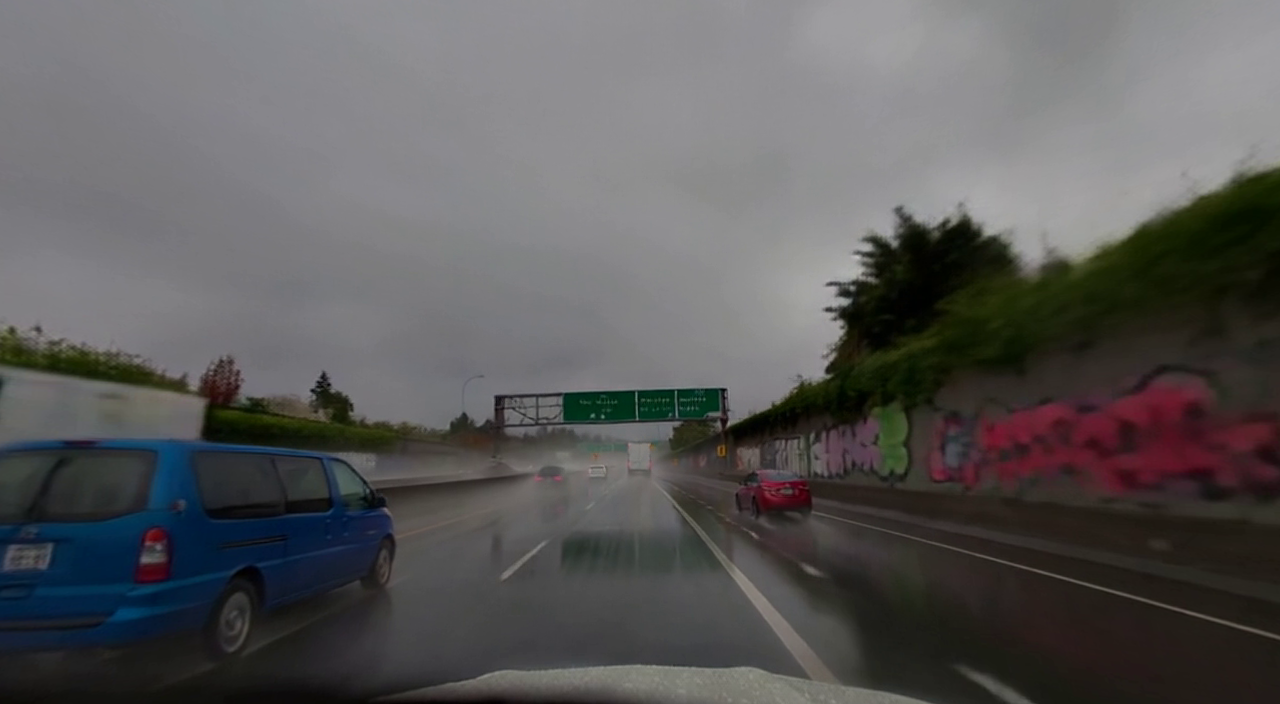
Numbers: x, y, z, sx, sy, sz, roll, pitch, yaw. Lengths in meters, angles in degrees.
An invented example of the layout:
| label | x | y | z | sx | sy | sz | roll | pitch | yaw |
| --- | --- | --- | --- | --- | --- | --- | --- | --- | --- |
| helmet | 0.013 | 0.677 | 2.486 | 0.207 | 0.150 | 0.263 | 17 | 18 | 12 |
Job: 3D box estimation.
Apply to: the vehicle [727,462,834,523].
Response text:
| label | x | y | z | sx | sy | sz | roll | pitch | yaw |
| --- | --- | --- | --- | --- | --- | --- | --- | --- | --- |
| vehicle | 3.758 | 3.866 | 17.686 | 1.917 | 1.458 | 4.199 | 1 | -10 | -2 |

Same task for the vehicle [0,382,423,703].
| label | x | y | z | sx | sy | sz | roll | pitch | yaw |
| --- | --- | --- | --- | --- | --- | --- | --- | --- | --- |
| vehicle | -3.491 | 1.322 | 4.822 | 2.004 | 1.610 | 4.508 | 1 | -10 | 0 |

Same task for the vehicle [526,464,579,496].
| label | x | y | z | sx | sy | sz | roll | pitch | yaw |
| --- | --- | --- | --- | --- | --- | --- | --- | --- | --- |
| vehicle | -4.248 | 6.275 | 31.144 | 2.054 | 1.443 | 4.131 | 1 | -10 | -1 |
